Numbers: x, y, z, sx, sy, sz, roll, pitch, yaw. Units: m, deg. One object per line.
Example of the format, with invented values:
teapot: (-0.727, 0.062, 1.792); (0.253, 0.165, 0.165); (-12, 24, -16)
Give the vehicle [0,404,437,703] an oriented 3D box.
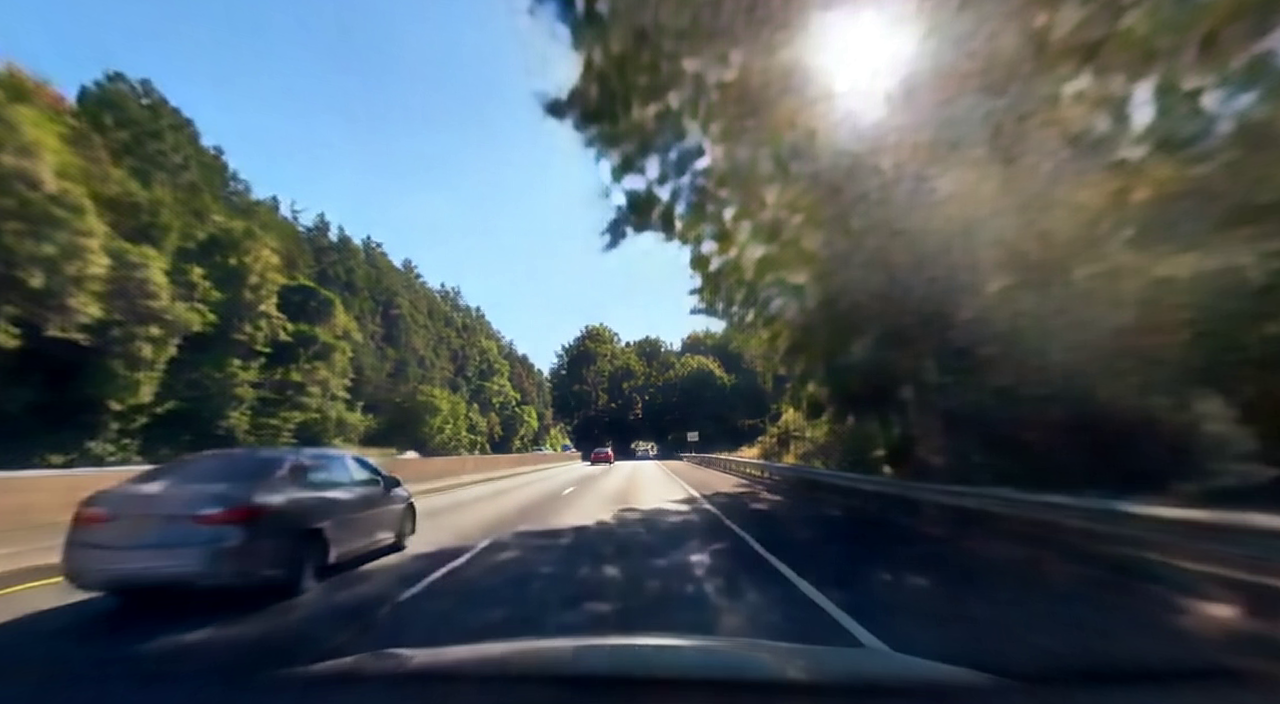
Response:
vehicle: (-3.435, 1.349, 5.116); (1.969, 1.505, 4.636); (0, -9, 1)
